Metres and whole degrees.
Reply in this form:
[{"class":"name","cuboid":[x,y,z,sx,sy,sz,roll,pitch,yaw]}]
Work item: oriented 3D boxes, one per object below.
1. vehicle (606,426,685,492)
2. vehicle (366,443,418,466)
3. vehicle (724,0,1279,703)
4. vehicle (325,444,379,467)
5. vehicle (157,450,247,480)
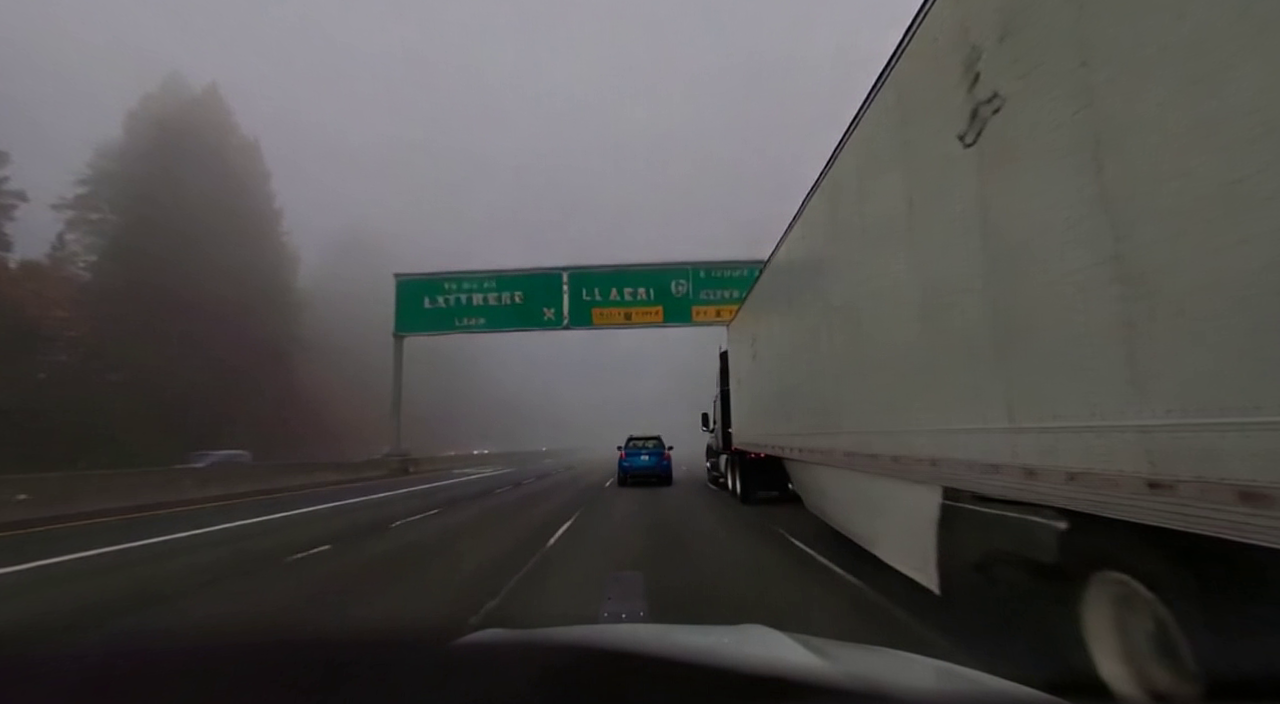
[{"class":"vehicle","cuboid":[0.170,3.121,18.681,2.054,1.706,4.201,-1,-8,1]},{"class":"vehicle","cuboid":[-18.300,7.567,46.458,1.953,1.598,4.437,-1,-8,1]},{"class":"vehicle","cuboid":[3.404,0.264,7.695,2.909,4.135,15.820,-1,-8,1]},{"class":"vehicle","cuboid":[-21.955,7.906,48.049,1.927,1.604,4.541,-1,-8,1]},{"class":"vehicle","cuboid":[-25.393,6.522,36.640,1.871,1.540,4.626,-1,-8,1]}]
